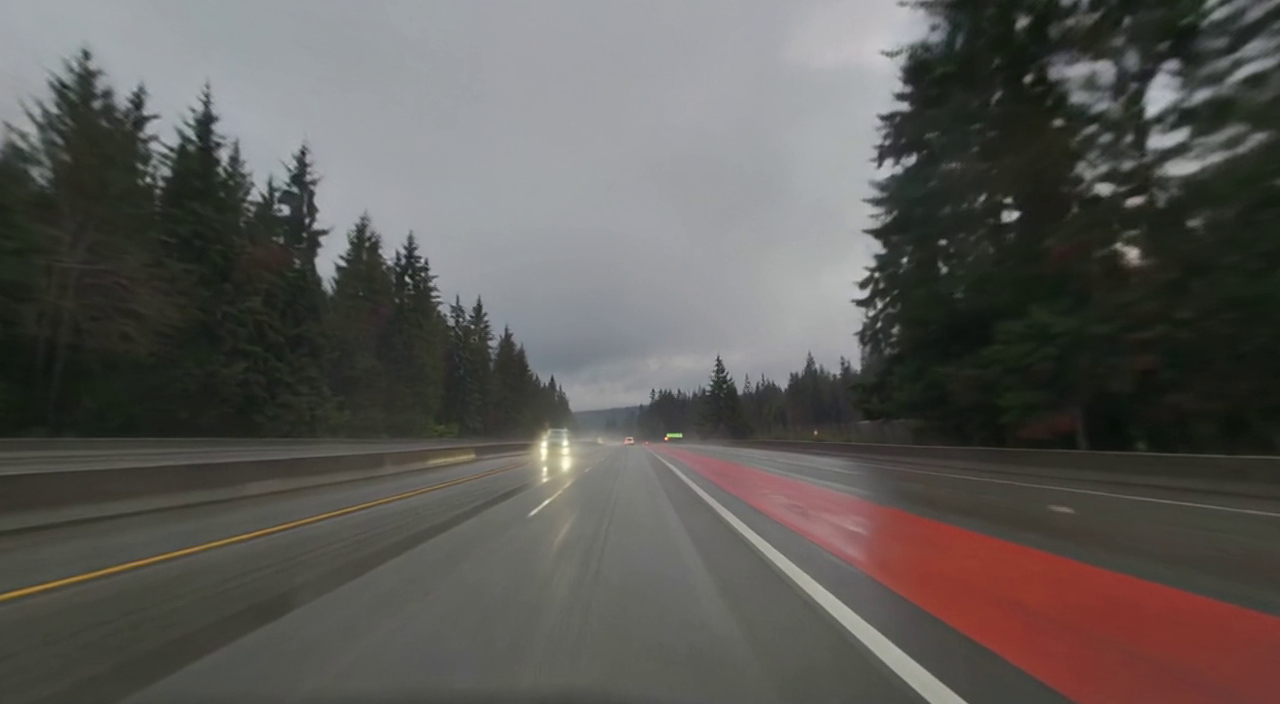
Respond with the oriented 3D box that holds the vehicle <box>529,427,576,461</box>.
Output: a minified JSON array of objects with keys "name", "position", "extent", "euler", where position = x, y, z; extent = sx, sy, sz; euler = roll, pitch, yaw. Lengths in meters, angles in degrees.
[{"name":"vehicle","position":[-5.445,5.804,39.829],"extent":[2.272,1.960,5.191],"euler":[0,-8,-1]}]
